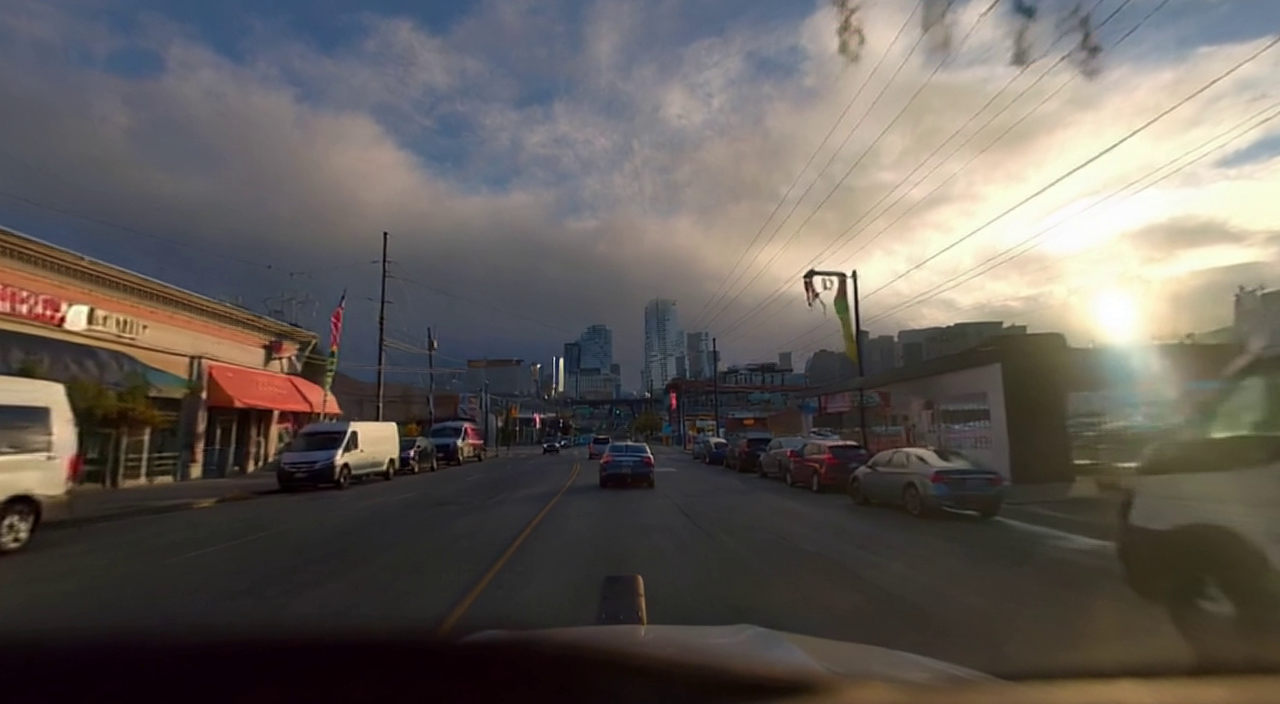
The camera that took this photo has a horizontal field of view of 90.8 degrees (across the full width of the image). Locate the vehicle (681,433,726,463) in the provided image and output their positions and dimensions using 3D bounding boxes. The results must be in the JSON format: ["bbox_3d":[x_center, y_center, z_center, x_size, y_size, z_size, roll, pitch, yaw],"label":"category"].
[{"bbox_3d":[4.008,6.226,41.012,2.079,1.788,4.974,0,-8,-4],"label":"vehicle"}]

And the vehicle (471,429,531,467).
[{"bbox_3d":[-7.648,5.330,35.294,2.456,1.935,4.769,0,-8,-3],"label":"vehicle"}]

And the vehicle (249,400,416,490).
[{"bbox_3d":[-10.158,3.183,21.827,2.964,2.597,6.437,0,-8,-5],"label":"vehicle"}]

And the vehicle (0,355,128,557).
[{"bbox_3d":[-9.899,1.302,7.752,2.398,2.723,5.816,0,-8,-2],"label":"vehicle"}]

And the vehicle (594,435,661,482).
[{"bbox_3d":[-0.495,3.674,22.190,2.112,1.464,4.411,0,-8,-3],"label":"vehicle"}]

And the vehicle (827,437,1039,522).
[{"bbox_3d":[5.723,2.514,13.137,1.921,1.430,4.455,1,-8,-6],"label":"vehicle"}]

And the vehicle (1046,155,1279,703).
[{"bbox_3d":[4.513,0.125,1.308,2.492,2.720,6.884,0,-8,-2],"label":"vehicle"}]
